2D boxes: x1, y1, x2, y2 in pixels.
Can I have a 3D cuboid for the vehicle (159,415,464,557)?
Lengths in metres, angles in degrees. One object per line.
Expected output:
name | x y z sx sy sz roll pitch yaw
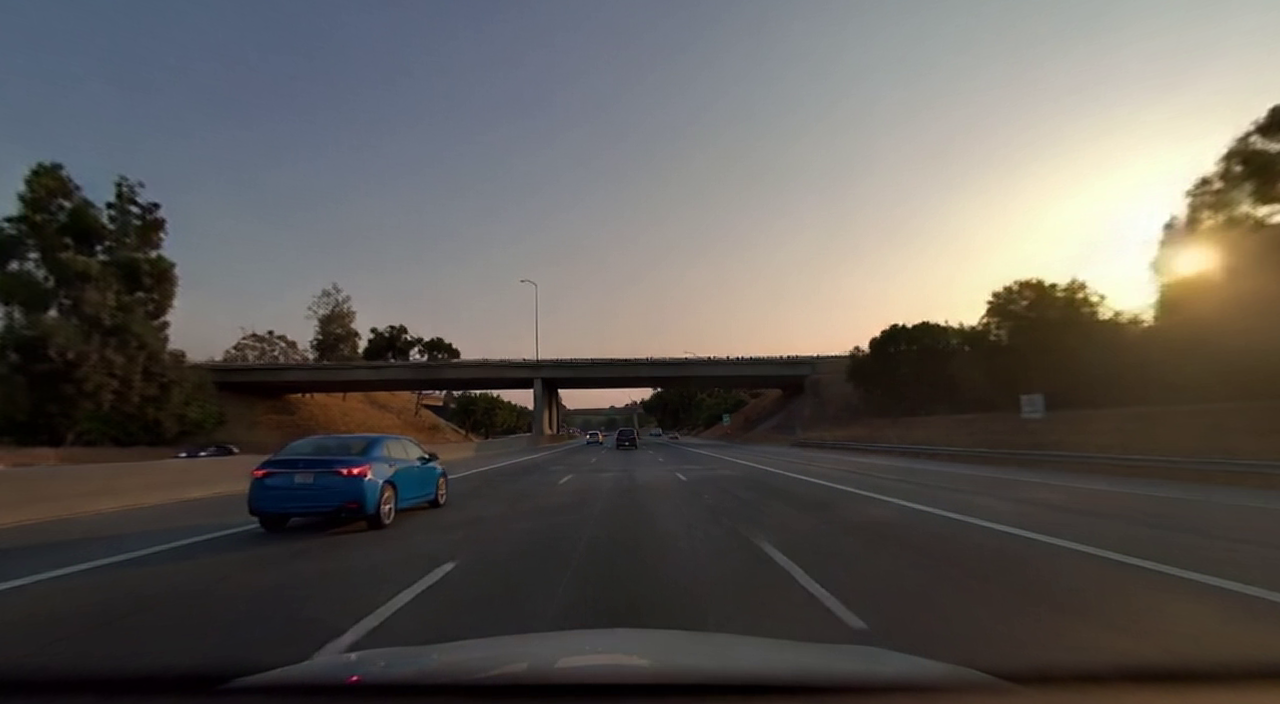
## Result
vehicle | -4.207 1.759 9.136 2.017 1.537 4.496 0 -8 0

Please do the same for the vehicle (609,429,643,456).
vehicle | -0.919 5.924 41.297 2.116 1.625 4.004 0 -8 -1
